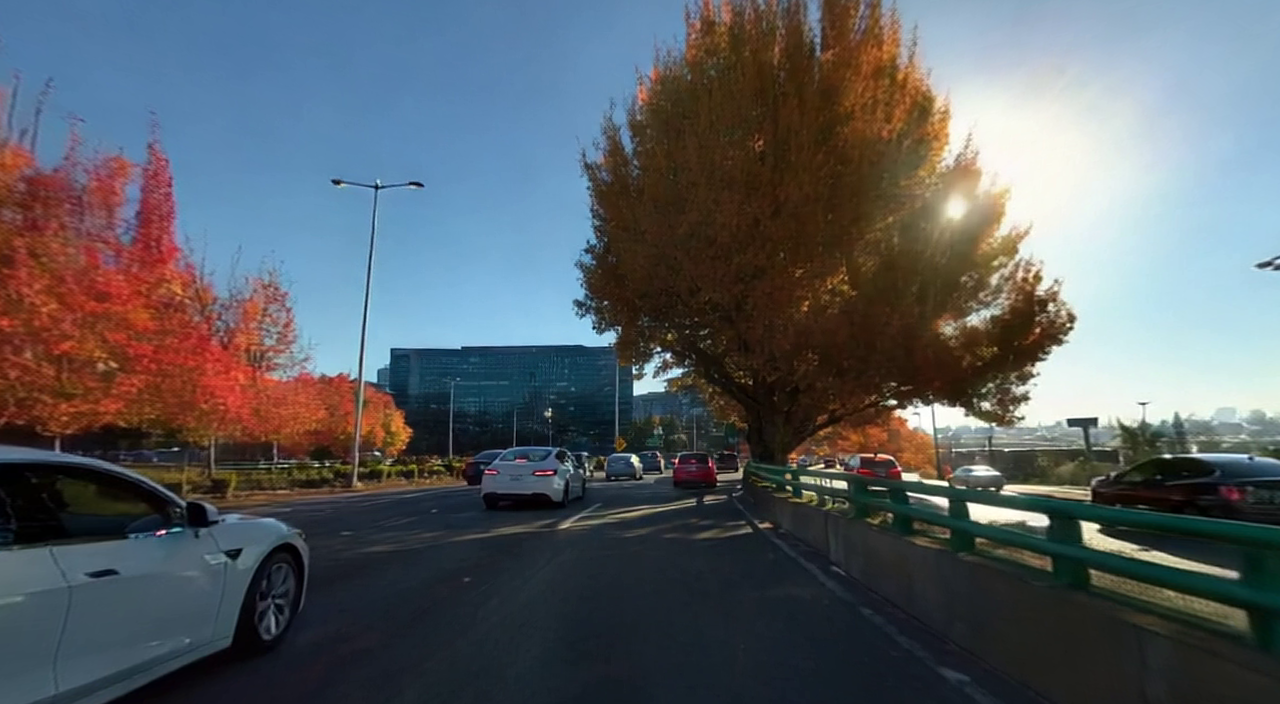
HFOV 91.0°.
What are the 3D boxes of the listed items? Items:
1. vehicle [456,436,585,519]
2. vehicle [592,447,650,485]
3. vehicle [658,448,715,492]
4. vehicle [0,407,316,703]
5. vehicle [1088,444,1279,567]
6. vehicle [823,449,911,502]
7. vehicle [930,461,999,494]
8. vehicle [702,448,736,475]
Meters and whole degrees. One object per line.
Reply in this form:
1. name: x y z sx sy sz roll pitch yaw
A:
1. vehicle: -2.667 2.932 15.302 1.979 1.663 4.513 0 -9 4
2. vehicle: -0.792 5.273 29.453 1.930 1.635 4.260 -1 -9 9
3. vehicle: 1.881 4.462 24.270 2.015 1.506 4.276 -1 -9 7
4. vehicle: -3.414 0.964 2.427 1.921 1.503 4.317 0 -9 2
5. vehicle: 10.331 2.516 10.963 1.894 1.763 4.432 0 -9 2
6. vehicle: 7.712 4.191 21.815 1.768 1.634 4.064 0 -9 4
7. vehicle: 17.077 6.589 33.366 1.816 1.481 4.422 -1 -9 8
8. vehicle: 5.323 7.256 41.941 1.977 1.704 3.841 -1 -9 11
